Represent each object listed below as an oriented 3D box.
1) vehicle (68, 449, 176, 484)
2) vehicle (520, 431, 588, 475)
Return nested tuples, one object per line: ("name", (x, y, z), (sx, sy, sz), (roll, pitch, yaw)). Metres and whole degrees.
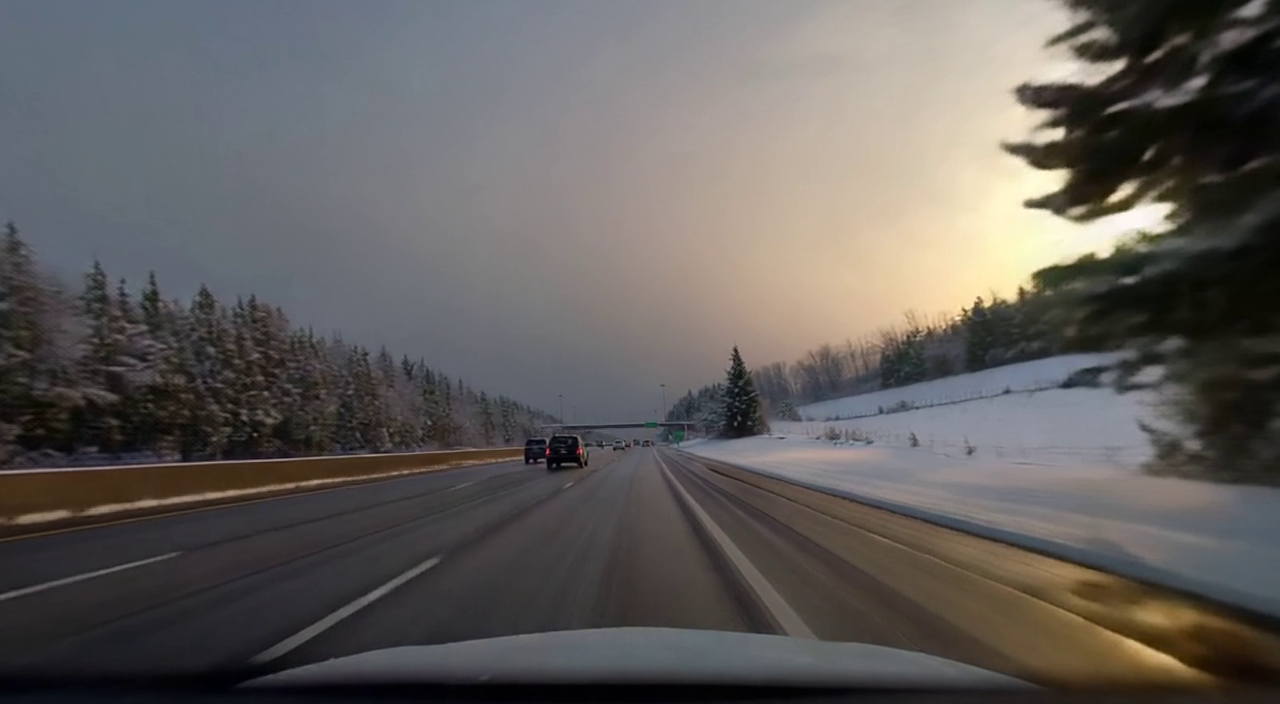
("vehicle", (-28.826, 6.348, 35.348), (2.003, 1.752, 4.697), (0, -8, 1))
("vehicle", (-3.696, 4.496, 28.230), (2.283, 1.802, 4.810), (0, -8, 1))
